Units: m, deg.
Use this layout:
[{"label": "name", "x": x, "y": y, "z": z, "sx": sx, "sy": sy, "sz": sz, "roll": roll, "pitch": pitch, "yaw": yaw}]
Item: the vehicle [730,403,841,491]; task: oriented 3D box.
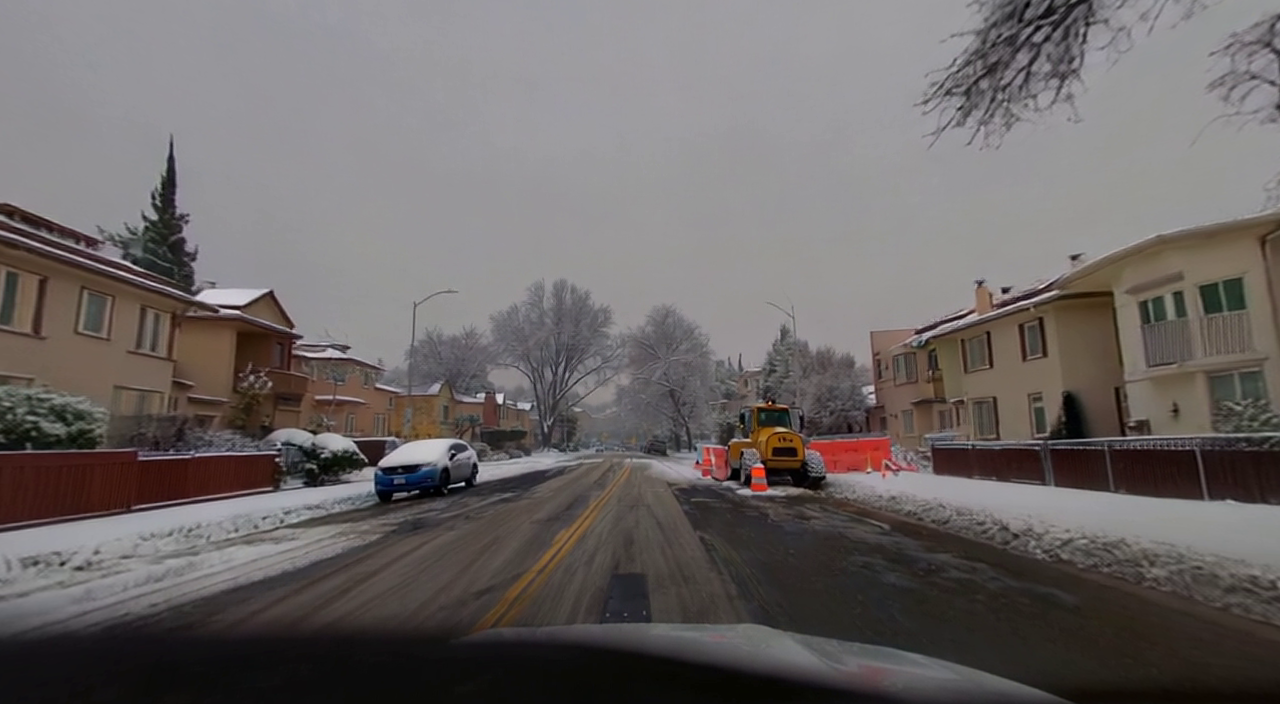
[{"label": "vehicle", "x": 4.600, "y": 3.097, "z": 20.593, "sx": 2.501, "sy": 2.613, "sz": 3.505, "roll": 1, "pitch": -9, "yaw": -5}]

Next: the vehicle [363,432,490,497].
[{"label": "vehicle", "x": -6.457, "y": 3.462, "z": 19.828, "sx": 2.220, "sy": 1.765, "sz": 4.799, "roll": 0, "pitch": -8, "yaw": 1}]
